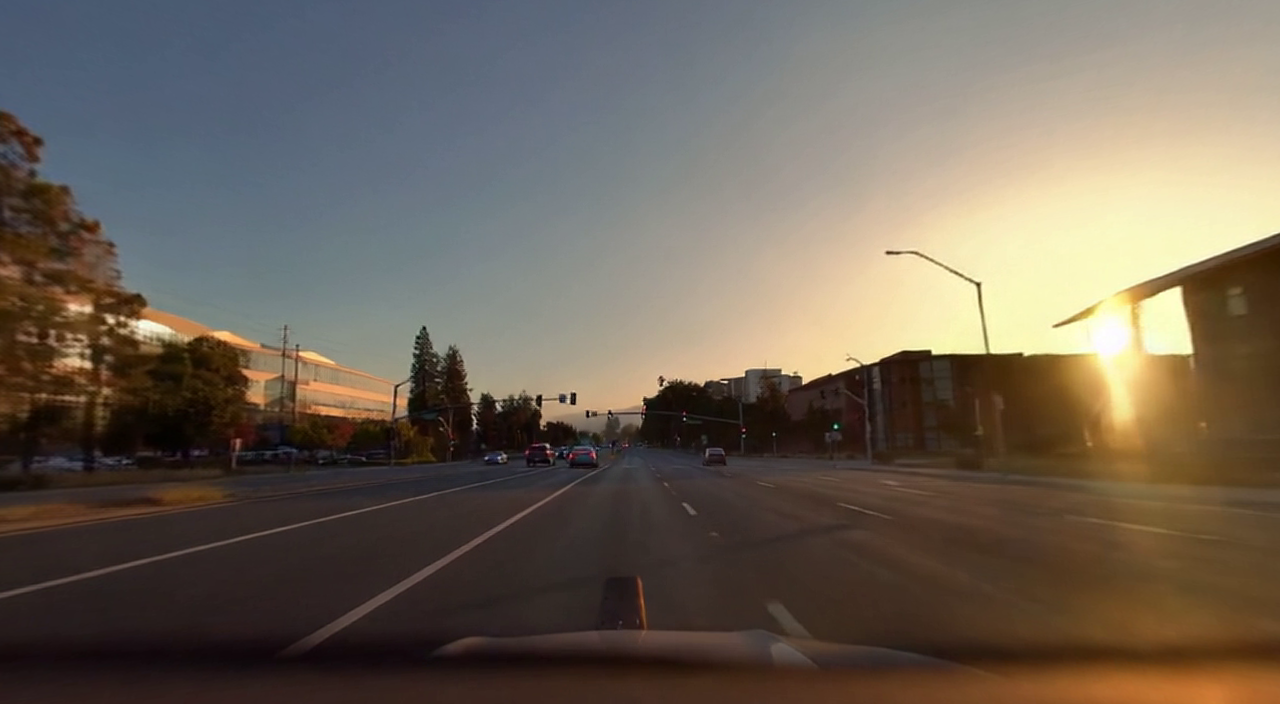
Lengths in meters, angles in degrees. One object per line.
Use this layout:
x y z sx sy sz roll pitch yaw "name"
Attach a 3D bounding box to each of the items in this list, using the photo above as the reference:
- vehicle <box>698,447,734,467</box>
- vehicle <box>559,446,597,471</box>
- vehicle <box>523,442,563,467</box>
5.902 8.197 49.568 2.187 1.475 4.529 0 -8 -2 "vehicle"
-3.918 6.766 40.501 2.018 1.463 4.603 0 -8 0 "vehicle"
-7.405 7.887 48.746 2.185 1.810 5.589 0 -8 1 "vehicle"
